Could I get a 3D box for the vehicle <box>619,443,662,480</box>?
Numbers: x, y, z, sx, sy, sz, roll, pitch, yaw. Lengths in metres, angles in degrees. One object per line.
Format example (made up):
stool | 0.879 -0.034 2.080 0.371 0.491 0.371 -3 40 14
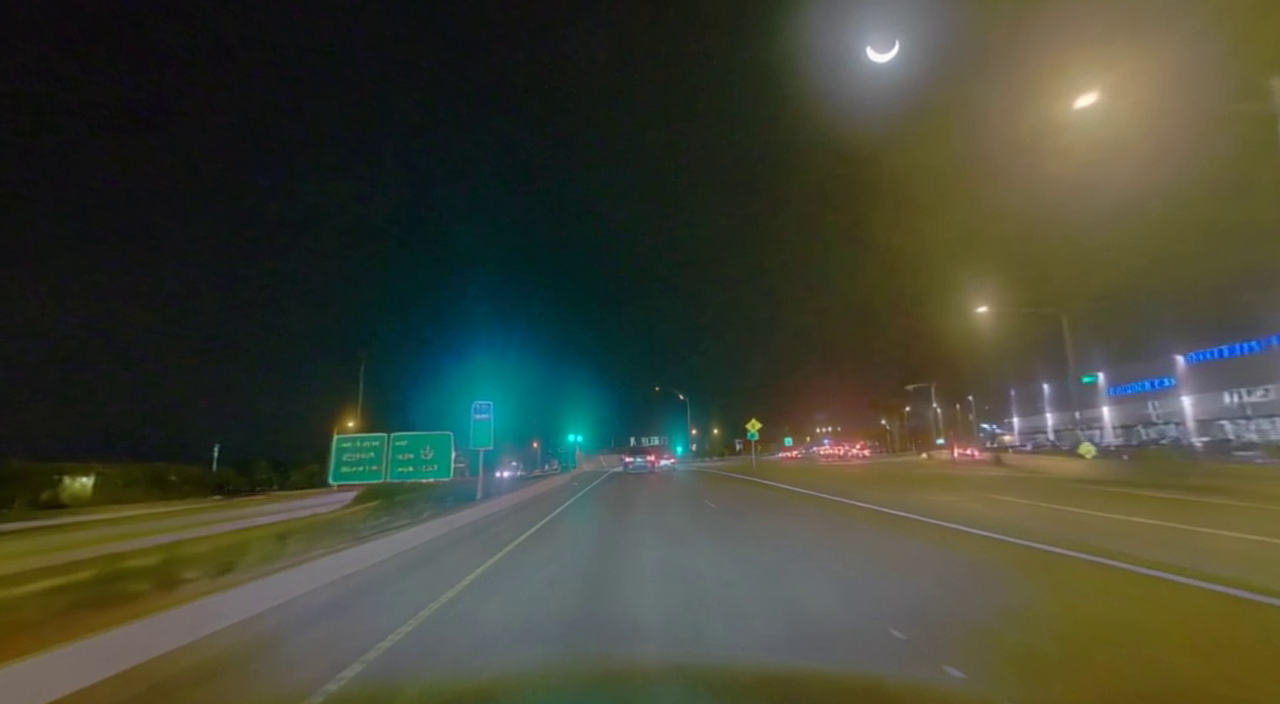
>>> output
vehicle | -0.023 5.562 32.248 2.089 1.718 4.193 0 -9 -1
